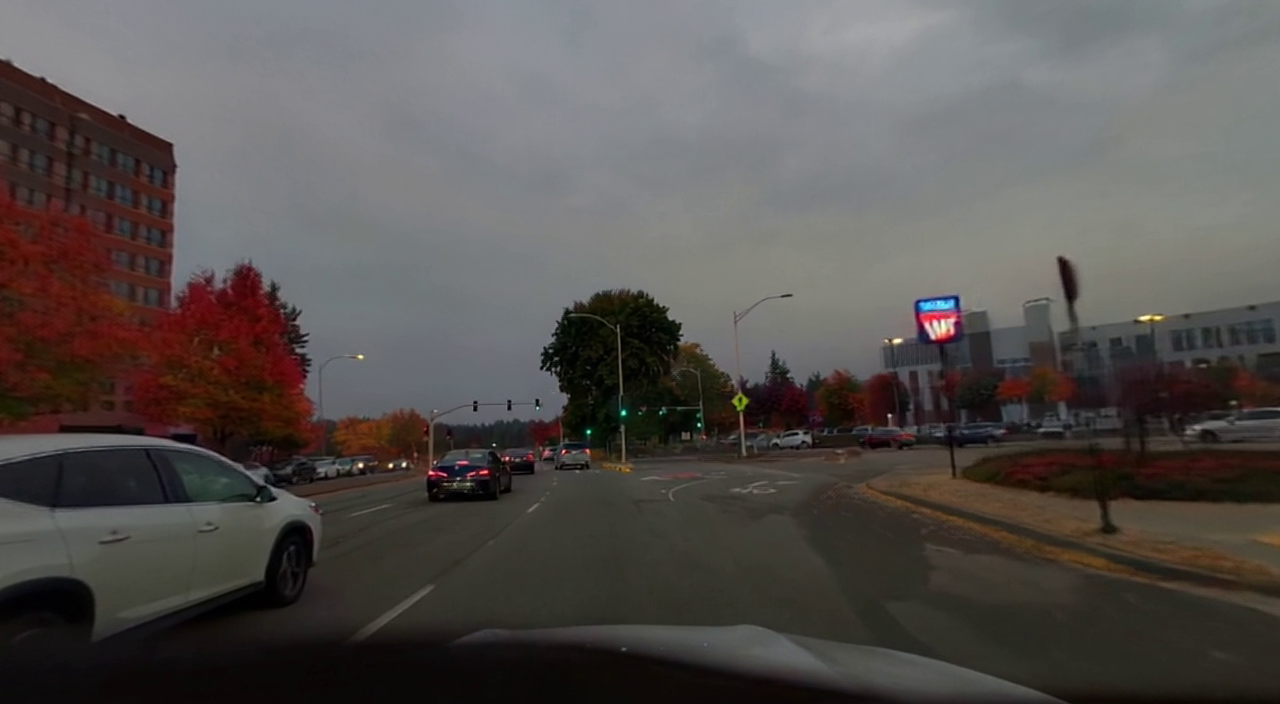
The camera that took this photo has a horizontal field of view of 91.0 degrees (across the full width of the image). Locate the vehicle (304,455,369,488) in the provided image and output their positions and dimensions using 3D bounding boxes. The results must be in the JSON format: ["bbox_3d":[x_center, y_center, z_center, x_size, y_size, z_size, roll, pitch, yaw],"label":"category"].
[{"bbox_3d":[-17.099,6.735,35.743,2.039,1.672,4.596,2,-9,-10],"label":"vehicle"}]

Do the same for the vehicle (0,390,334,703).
[{"bbox_3d":[-4.105,1.151,3.933,2.085,1.663,4.513,1,-9,0],"label":"vehicle"}]

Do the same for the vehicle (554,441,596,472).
[{"bbox_3d":[-3.972,6.245,37.763,2.144,1.704,4.028,2,-9,-10],"label":"vehicle"}]

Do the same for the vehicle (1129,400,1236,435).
[{"bbox_3d":[33.003,3.966,38.412,2.110,1.696,4.653,15,-11,-40],"label":"vehicle"}]

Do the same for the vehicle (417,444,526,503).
[{"bbox_3d":[-4.831,3.545,18.964,2.090,1.506,5.326,1,-9,-3],"label":"vehicle"}]
